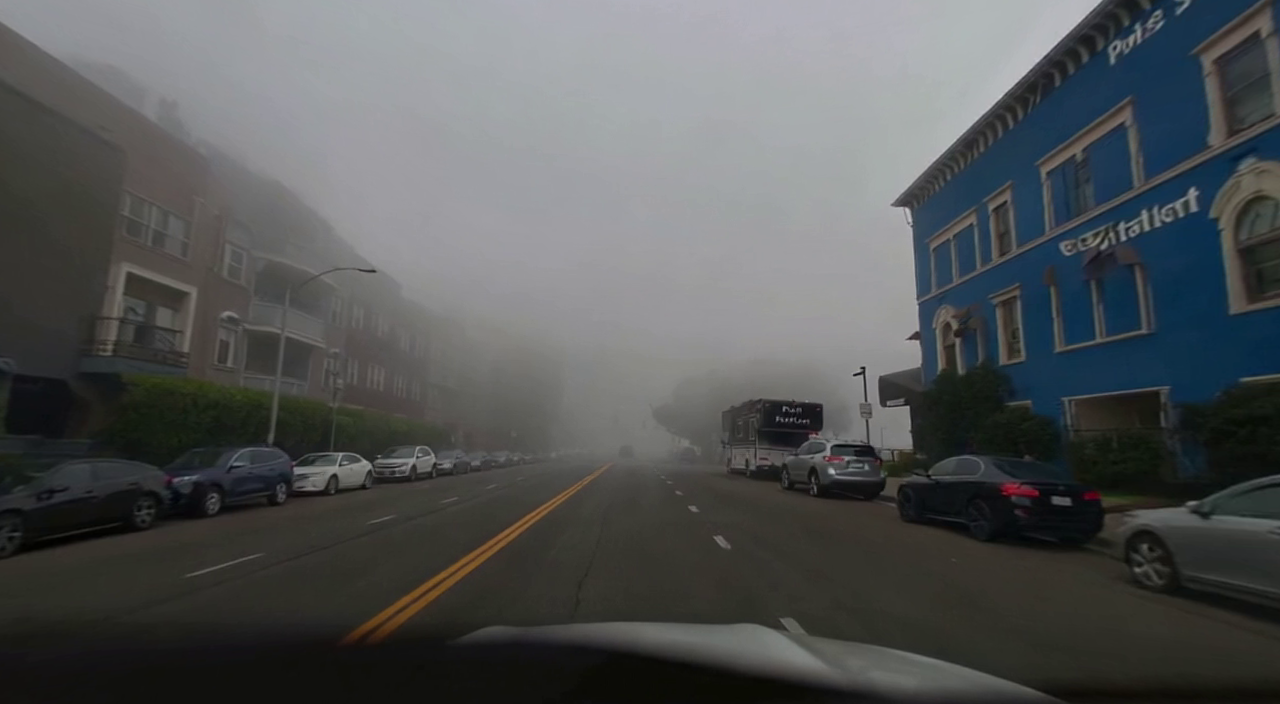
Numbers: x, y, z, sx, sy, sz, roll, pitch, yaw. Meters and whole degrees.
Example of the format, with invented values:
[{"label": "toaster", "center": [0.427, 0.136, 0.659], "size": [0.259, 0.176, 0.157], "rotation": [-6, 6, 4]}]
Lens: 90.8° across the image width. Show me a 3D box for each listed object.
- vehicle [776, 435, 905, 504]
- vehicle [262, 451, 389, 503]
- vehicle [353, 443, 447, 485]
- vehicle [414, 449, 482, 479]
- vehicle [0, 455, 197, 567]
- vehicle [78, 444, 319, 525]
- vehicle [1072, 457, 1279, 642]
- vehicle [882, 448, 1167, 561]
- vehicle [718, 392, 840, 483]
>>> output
[{"label": "vehicle", "center": [5.890, 3.513, 19.438], "size": [2.154, 1.804, 5.341], "rotation": [0, -9, 0]}, {"label": "vehicle", "center": [-10.043, 3.986, 20.624], "size": [1.802, 1.439, 4.546], "rotation": [0, -8, 0]}, {"label": "vehicle", "center": [-10.094, 4.738, 27.040], "size": [2.276, 1.597, 4.421], "rotation": [0, -8, 0]}, {"label": "vehicle", "center": [-10.102, 5.929, 33.746], "size": [2.078, 1.427, 4.900], "rotation": [0, -8, 0]}, {"label": "vehicle", "center": [-9.768, 2.449, 10.273], "size": [1.842, 1.474, 4.722], "rotation": [0, -8, -2]}, {"label": "vehicle", "center": [-10.010, 2.998, 15.013], "size": [2.230, 1.577, 4.871], "rotation": [0, -8, -1]}, {"label": "vehicle", "center": [6.184, 1.611, 5.054], "size": [2.001, 1.431, 4.757], "rotation": [0, -9, -1]}, {"label": "vehicle", "center": [6.108, 2.422, 10.894], "size": [1.939, 1.491, 4.521], "rotation": [0, -9, -2]}, {"label": "vehicle", "center": [5.958, 4.020, 29.274], "size": [3.102, 3.473, 9.734], "rotation": [0, -8, -2]}]
